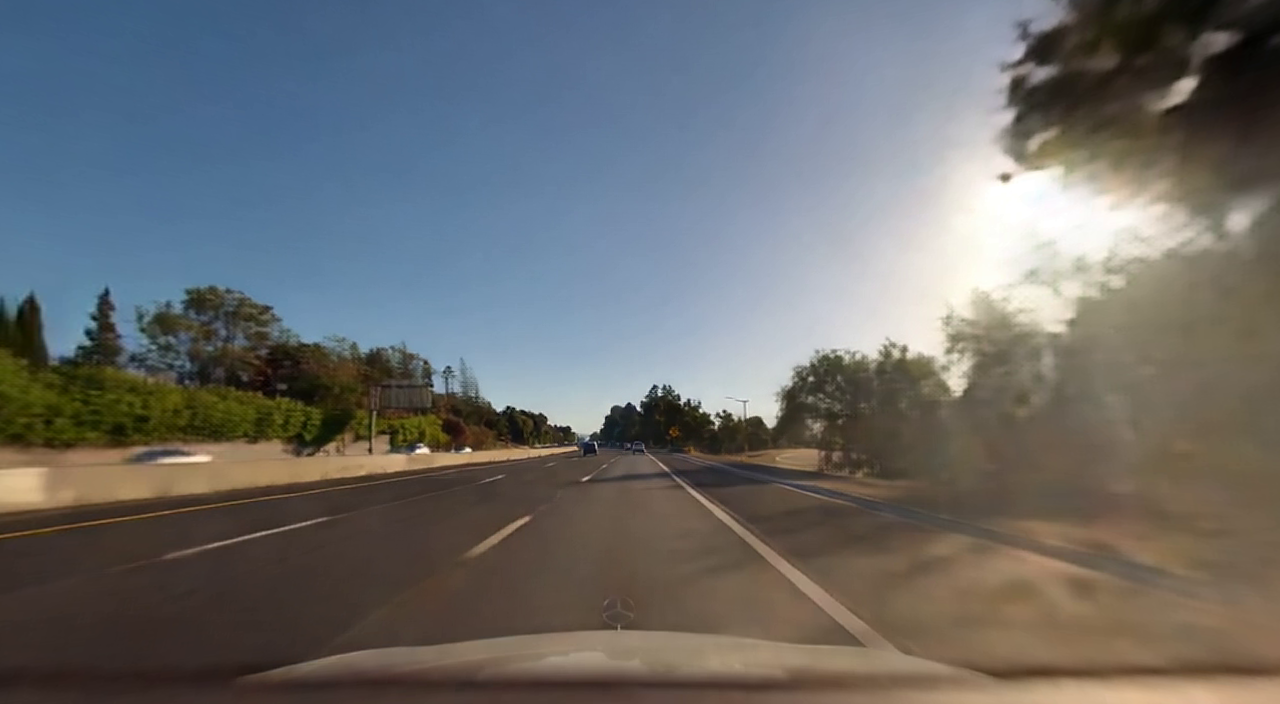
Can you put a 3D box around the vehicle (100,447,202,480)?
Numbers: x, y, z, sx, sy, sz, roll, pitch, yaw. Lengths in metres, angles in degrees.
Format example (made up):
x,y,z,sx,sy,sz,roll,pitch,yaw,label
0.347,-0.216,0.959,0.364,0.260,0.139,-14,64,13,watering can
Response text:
x,y,z,sx,sy,sz,roll,pitch,yaw,label
-25.241,5.743,32.812,1.811,1.539,4.341,0,-8,0,vehicle
